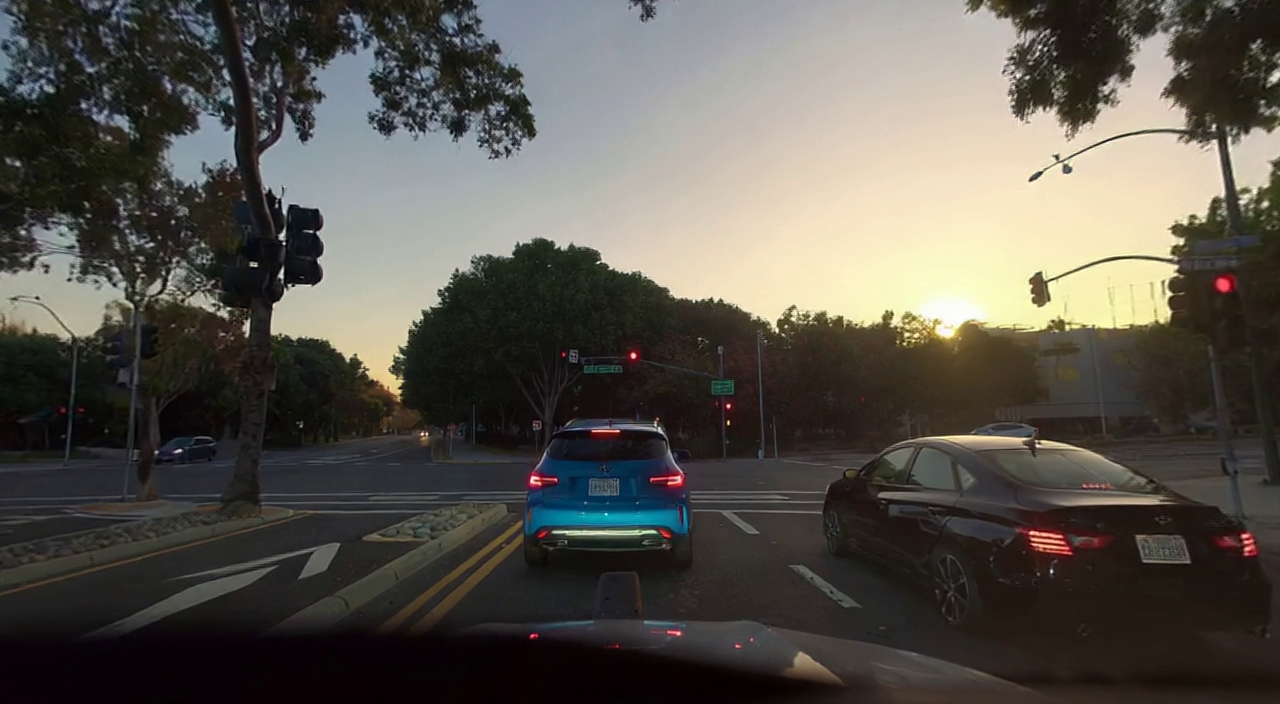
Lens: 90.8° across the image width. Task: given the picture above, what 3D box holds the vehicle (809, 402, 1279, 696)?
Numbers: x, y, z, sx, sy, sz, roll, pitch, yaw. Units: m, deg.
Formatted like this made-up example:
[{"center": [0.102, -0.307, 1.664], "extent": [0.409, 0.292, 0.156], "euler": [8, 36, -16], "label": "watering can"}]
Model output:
[{"center": [3.171, 1.401, 5.764], "extent": [1.932, 1.562, 4.629], "euler": [0, -9, -1], "label": "vehicle"}]

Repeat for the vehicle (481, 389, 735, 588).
[{"center": [-0.344, 1.528, 7.808], "extent": [2.247, 1.760, 4.231], "euler": [0, -9, -2], "label": "vehicle"}]
